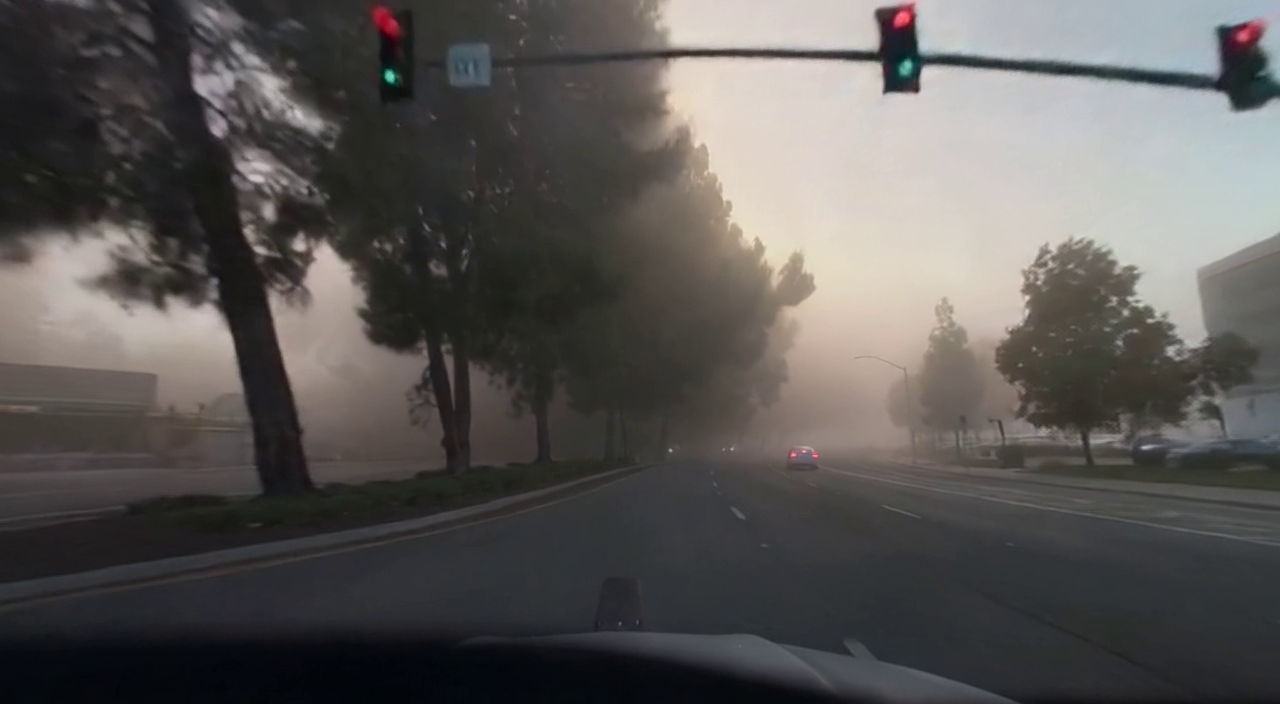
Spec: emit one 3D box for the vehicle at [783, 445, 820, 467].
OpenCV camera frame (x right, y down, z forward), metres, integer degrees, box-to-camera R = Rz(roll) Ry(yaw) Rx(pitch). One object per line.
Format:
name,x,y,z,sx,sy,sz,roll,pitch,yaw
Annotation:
vehicle,11.191,7.198,43.998,1.988,1.460,3.996,-2,-9,8
